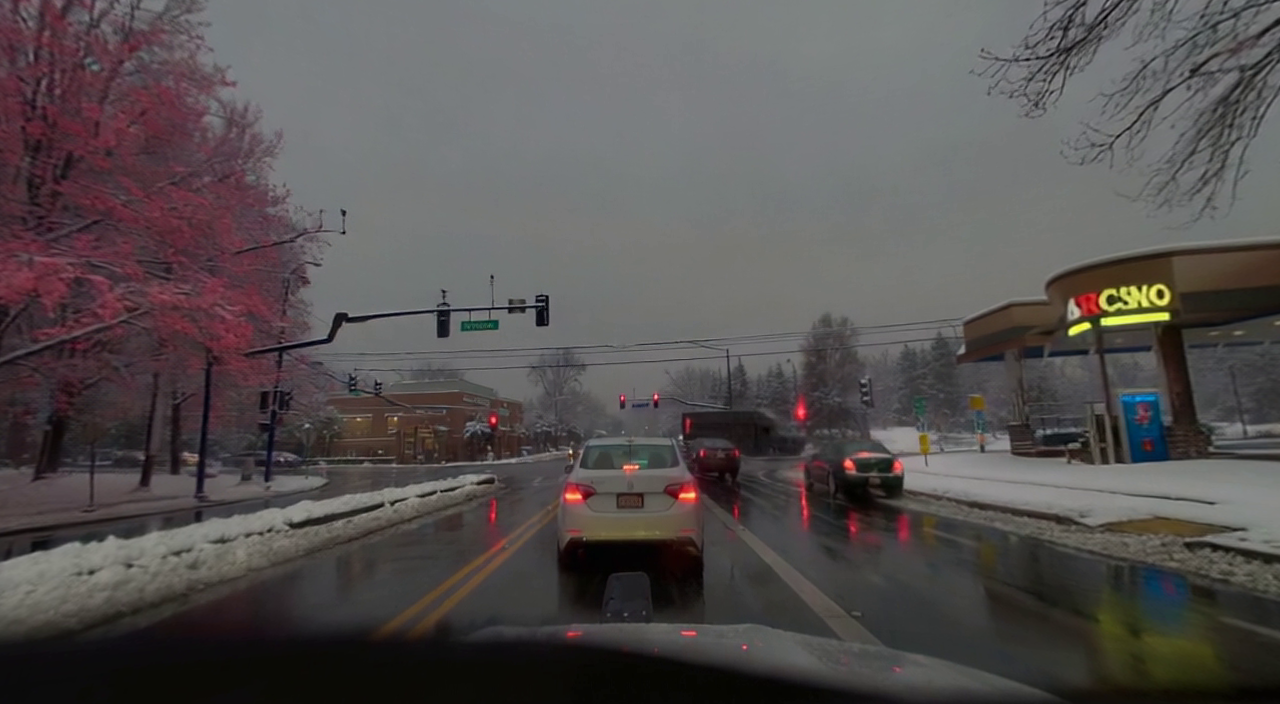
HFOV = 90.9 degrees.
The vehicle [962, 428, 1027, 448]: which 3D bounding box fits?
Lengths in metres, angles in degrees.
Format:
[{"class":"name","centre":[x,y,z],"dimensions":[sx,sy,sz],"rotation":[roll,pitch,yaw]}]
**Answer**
[{"class":"vehicle","centre":[27.702,6.753,49.327],"dimensions":[3.968,1.572,1.740],"rotation":[0,-8,3]}]

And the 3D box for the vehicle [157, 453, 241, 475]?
[{"class":"vehicle","centre":[-30.383,7.697,43.460],"dimensions":[4.609,1.465,1.944],"rotation":[-2,-8,10]}]

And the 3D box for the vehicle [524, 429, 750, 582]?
[{"class":"vehicle","centre":[-0.052,1.804,8.276],"dimensions":[2.213,1.482,4.057],"rotation":[0,-8,-1]}]

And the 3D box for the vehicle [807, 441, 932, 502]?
[{"class":"vehicle","centre":[6.383,3.351,18.152],"dimensions":[1.942,1.511,4.390],"rotation":[0,-8,0]}]

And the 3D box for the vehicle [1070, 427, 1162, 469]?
[{"class":"vehicle","centre":[18.560,3.717,24.506],"dimensions":[4.300,1.495,2.053],"rotation":[8,-12,-44]}]

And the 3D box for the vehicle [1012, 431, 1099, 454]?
[{"class":"vehicle","centre":[28.399,6.192,43.202],"dimensions":[4.458,1.510,1.947],"rotation":[-1,-8,6]}]
